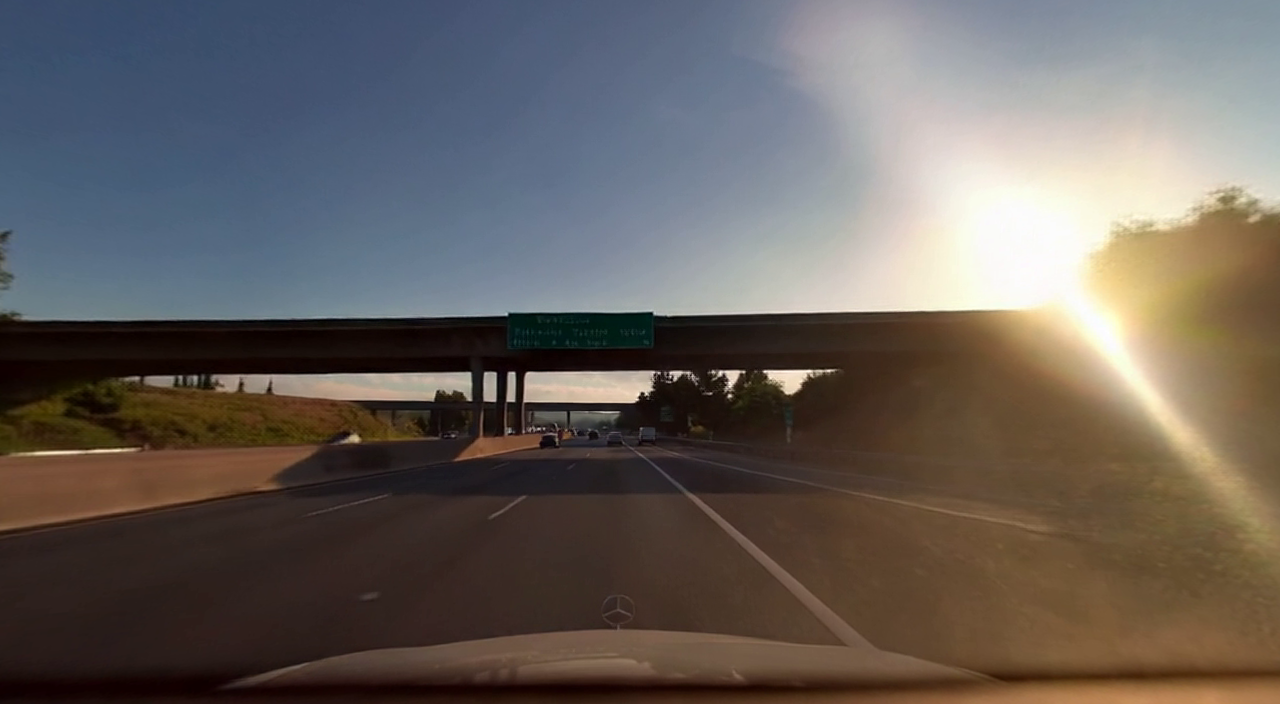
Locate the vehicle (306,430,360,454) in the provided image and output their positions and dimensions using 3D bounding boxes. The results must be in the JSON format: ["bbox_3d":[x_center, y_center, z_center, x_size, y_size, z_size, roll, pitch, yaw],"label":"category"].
[{"bbox_3d":[-22.430,6.562,46.117,1.946,1.673,4.223,0,-8,-2],"label":"vehicle"}]
